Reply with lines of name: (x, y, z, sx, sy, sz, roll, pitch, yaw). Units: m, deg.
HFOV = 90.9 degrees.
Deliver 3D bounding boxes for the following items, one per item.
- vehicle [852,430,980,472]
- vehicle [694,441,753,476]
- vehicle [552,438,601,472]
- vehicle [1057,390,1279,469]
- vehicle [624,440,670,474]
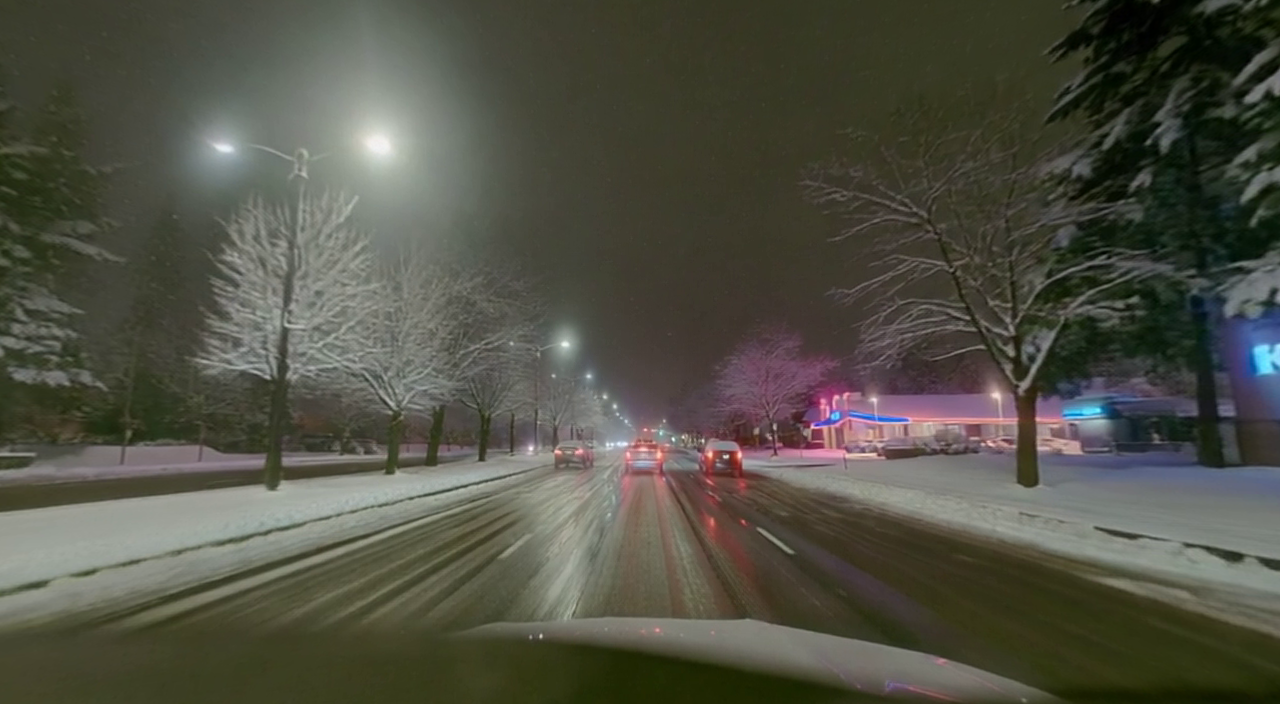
vehicle: (13.391, 4.842, 30.834, 5.144, 1.834, 2.188, -2, -9, 2)
vehicle: (3.743, 4.861, 29.091, 2.012, 1.462, 4.400, 0, -8, -1)
vehicle: (-3.133, 5.212, 32.040, 1.995, 1.607, 4.086, 0, -8, 1)
vehicle: (26.156, 3.901, 31.471, 8.385, 3.654, 2.810, -1, -8, 2)
vehicle: (0.313, 4.943, 29.953, 2.059, 1.477, 4.216, 0, -8, 0)
